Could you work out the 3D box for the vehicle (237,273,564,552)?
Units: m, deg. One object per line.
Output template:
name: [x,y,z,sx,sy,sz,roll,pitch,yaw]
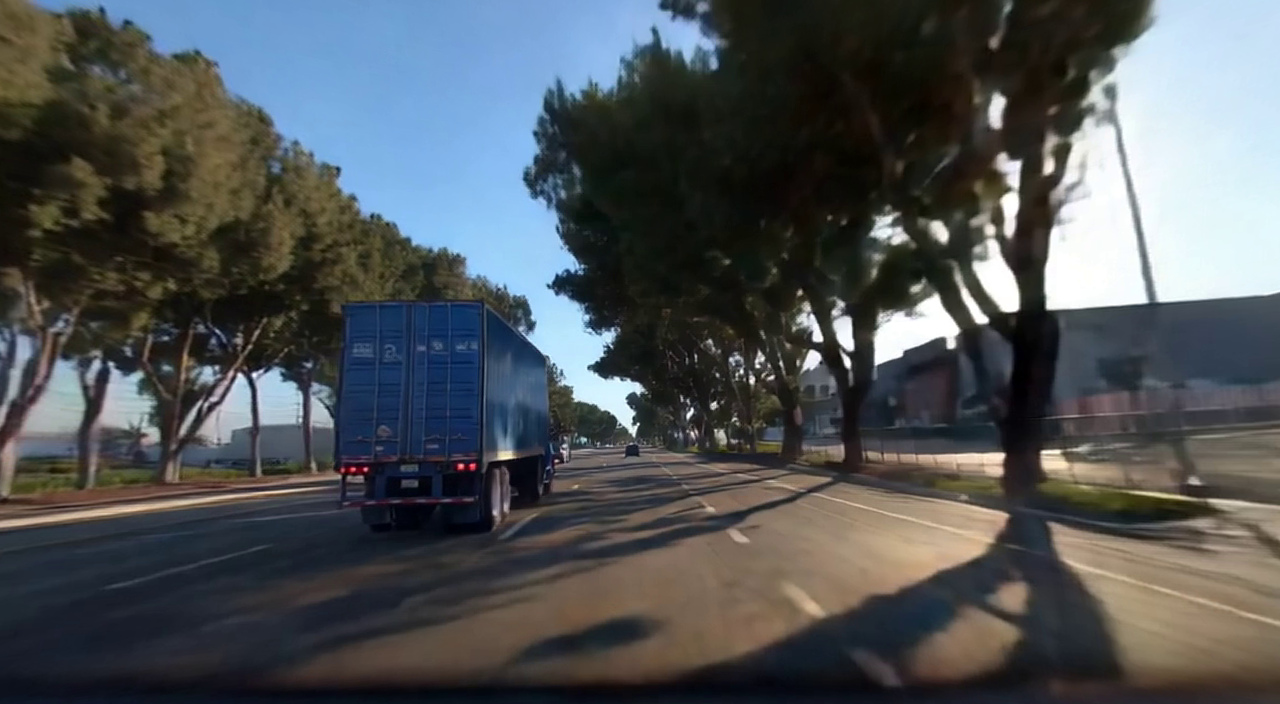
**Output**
vehicle: [-3.381,1.302,11.932,2.910,3.419,8.376,0,-8,0]
